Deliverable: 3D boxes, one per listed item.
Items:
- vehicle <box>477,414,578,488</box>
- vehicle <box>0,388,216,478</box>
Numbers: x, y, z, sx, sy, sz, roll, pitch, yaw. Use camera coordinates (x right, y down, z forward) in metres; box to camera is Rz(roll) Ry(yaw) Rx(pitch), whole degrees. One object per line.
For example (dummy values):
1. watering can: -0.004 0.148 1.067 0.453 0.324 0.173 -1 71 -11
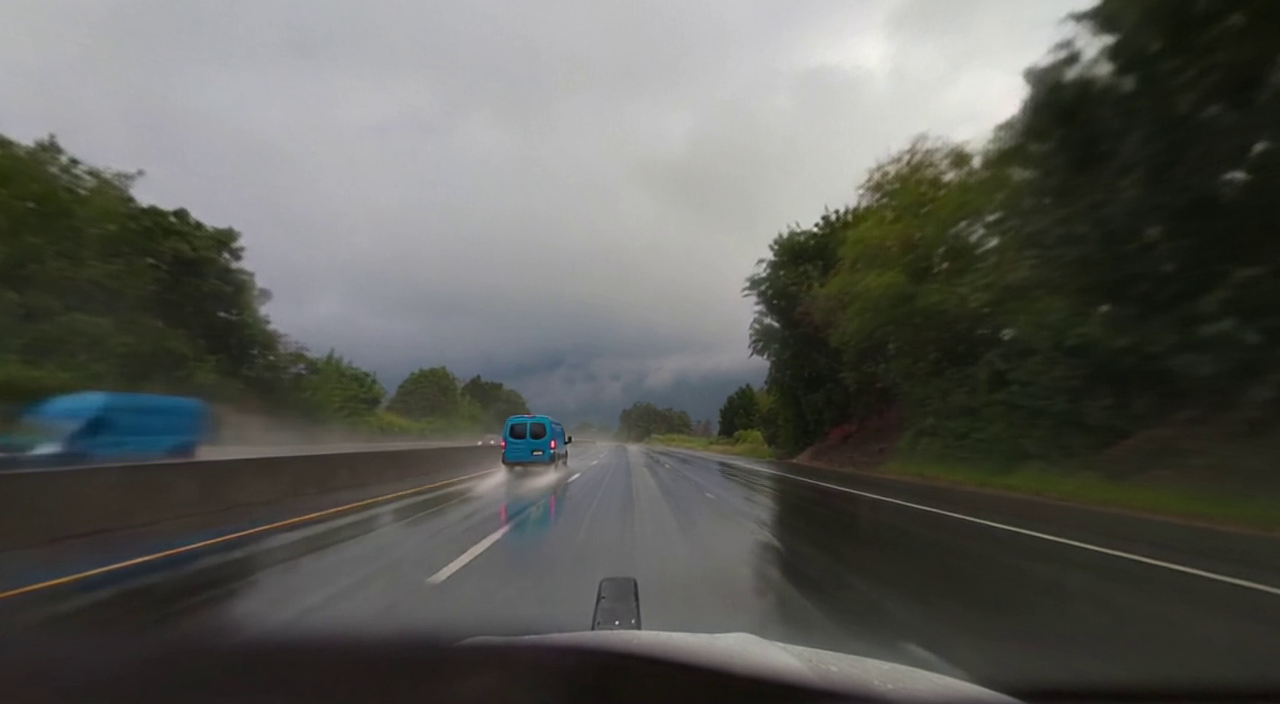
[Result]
1. vehicle: -3.302 3.021 19.648 2.297 2.011 4.736 0 -8 0
2. vehicle: -19.500 2.990 23.222 2.695 2.766 7.348 0 -8 -1
